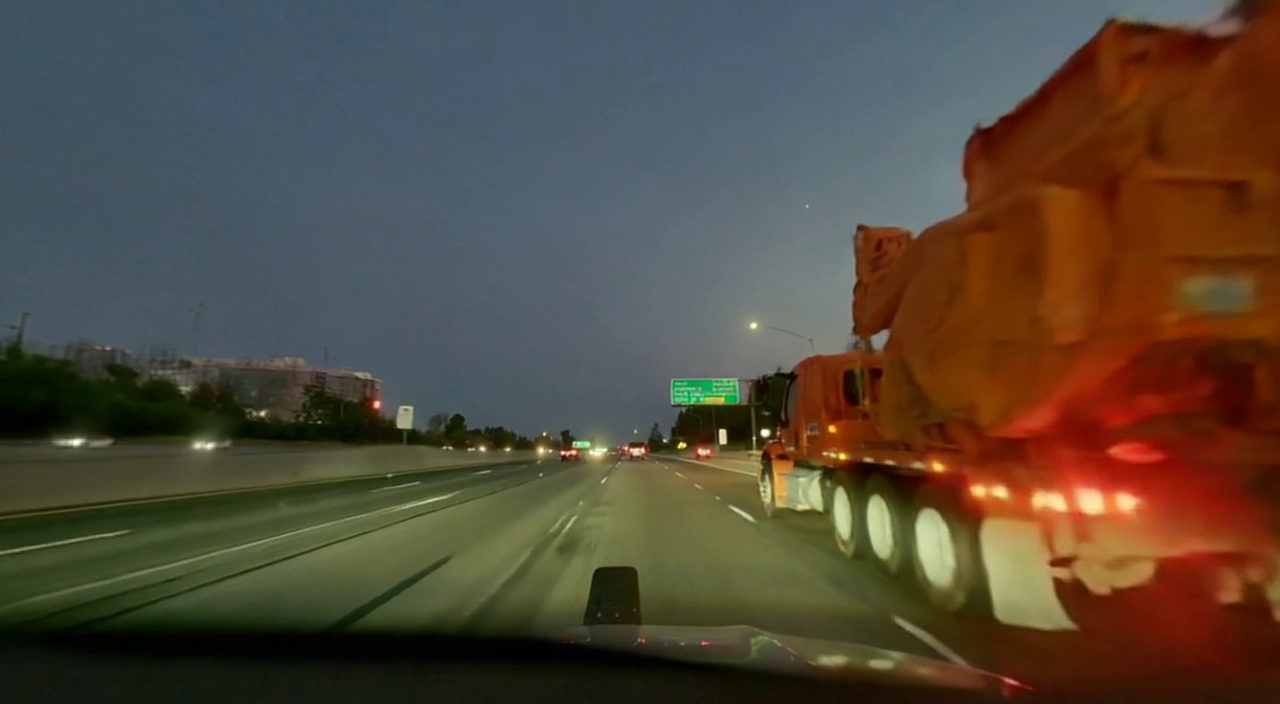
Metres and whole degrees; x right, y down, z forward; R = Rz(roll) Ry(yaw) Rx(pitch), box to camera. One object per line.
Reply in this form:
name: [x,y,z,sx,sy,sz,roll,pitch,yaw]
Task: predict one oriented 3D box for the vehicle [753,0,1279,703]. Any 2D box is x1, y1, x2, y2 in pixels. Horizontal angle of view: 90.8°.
vehicle: [3.721,0.626,6.864,2.966,3.586,10.563,0,-9,0]
